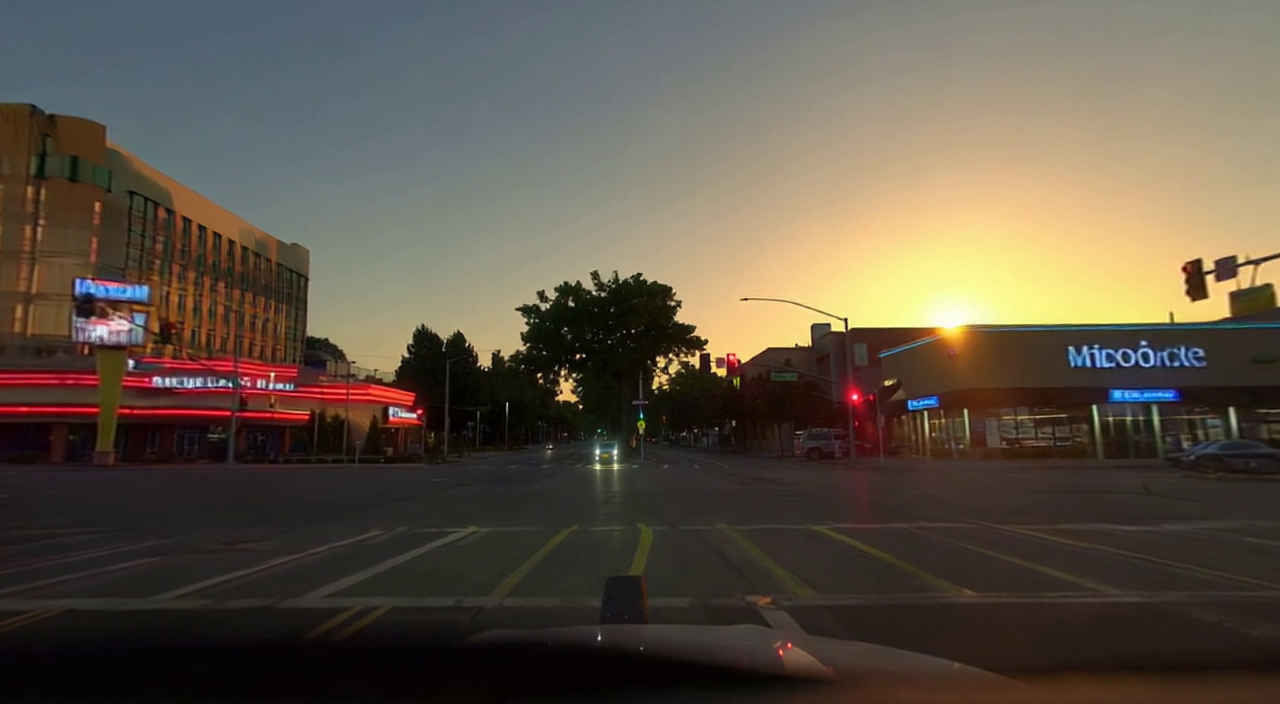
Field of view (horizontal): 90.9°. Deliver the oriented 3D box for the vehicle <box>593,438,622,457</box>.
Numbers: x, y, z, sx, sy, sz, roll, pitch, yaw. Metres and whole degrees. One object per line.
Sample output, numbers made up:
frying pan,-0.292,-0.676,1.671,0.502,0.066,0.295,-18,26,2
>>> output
vehicle,-2.515,7.561,49.961,2.104,1.468,4.195,0,-8,0
